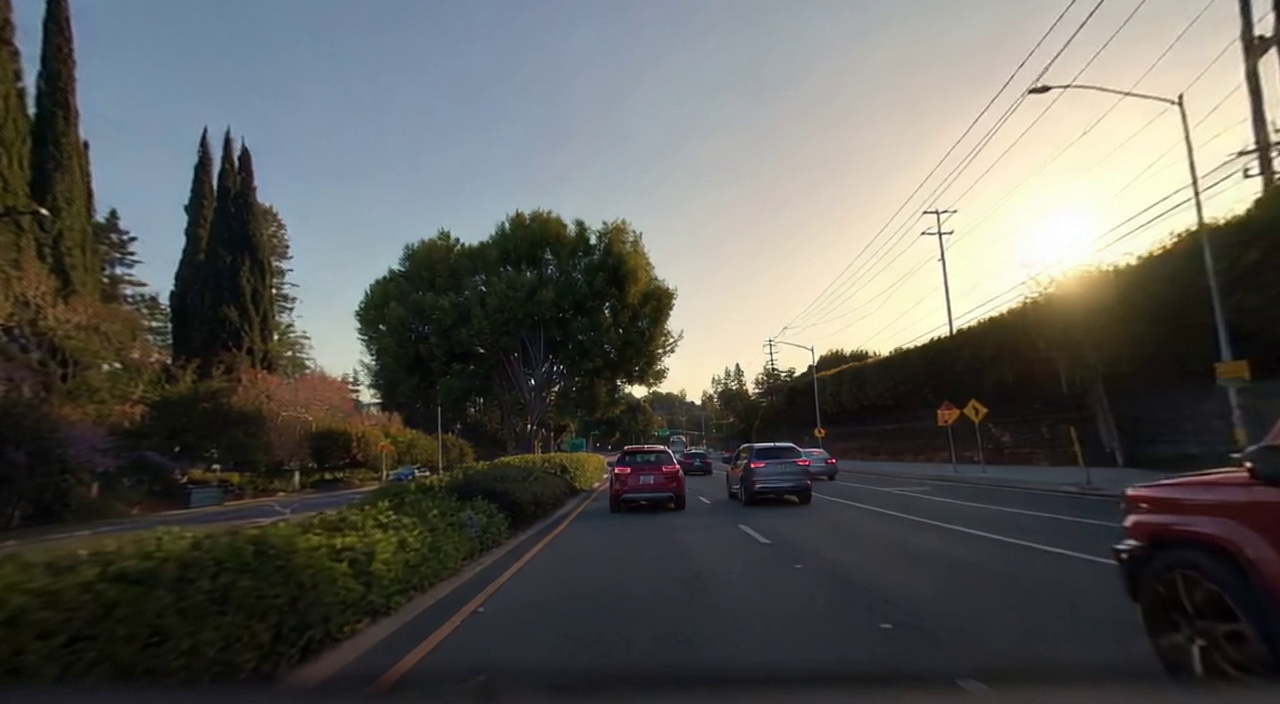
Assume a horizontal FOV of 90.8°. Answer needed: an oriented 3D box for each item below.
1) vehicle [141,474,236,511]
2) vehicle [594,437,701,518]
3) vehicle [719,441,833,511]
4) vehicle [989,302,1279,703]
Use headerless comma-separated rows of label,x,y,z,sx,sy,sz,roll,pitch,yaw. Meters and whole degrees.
vehicle,-22.590,7.031,31.828,1.847,1.554,3.926,0,-8,0
vehicle,0.148,2.902,15.179,2.199,1.641,4.232,0,-8,0
vehicle,3.392,3.151,16.625,2.064,1.591,4.081,0,-8,0
vehicle,3.399,0.665,1.856,2.097,1.818,4.625,0,-8,0
